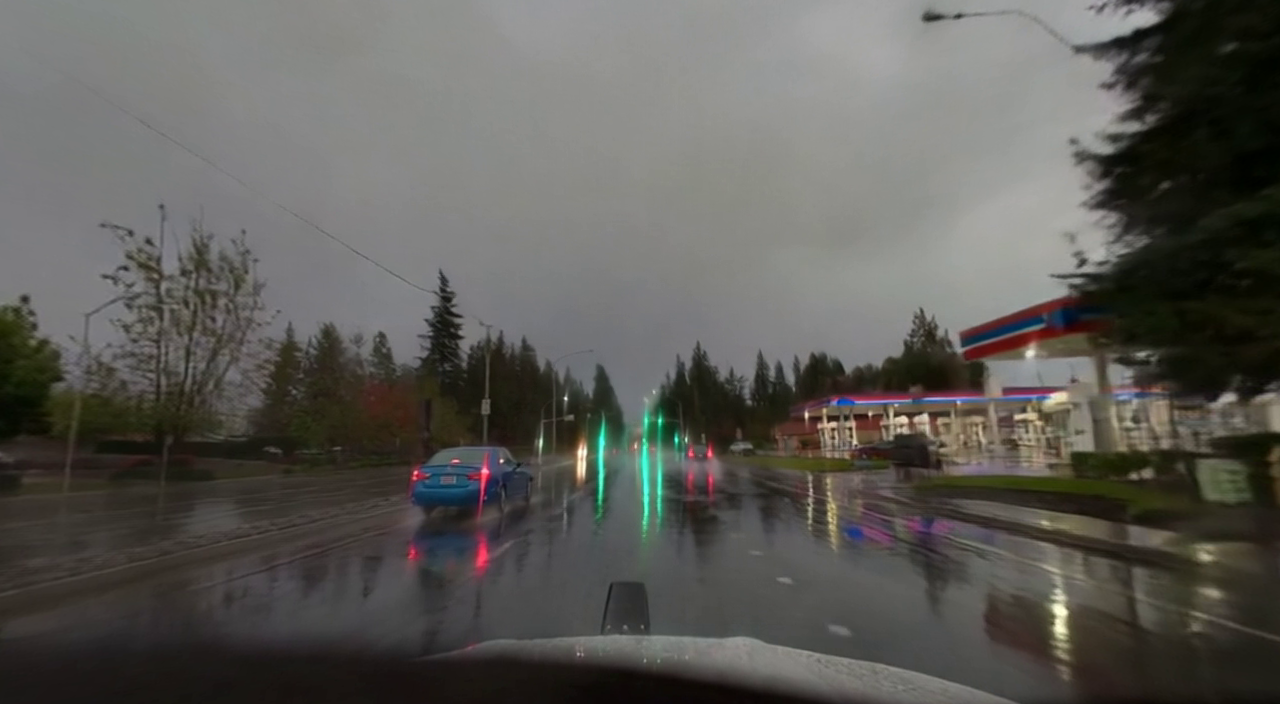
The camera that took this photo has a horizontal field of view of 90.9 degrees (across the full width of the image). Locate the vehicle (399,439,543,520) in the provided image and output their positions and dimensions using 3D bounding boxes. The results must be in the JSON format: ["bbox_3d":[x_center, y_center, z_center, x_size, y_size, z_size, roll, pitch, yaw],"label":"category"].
[{"bbox_3d":[-3.437,2.662,13.778,1.803,1.463,4.422,0,-8,2],"label":"vehicle"}]

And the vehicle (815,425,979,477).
[{"bbox_3d":[10.815,4.234,26.972,5.931,1.872,2.264,-3,-8,3],"label":"vehicle"}]

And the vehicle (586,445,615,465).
[{"bbox_3d":[-2.898,7.721,47.395,1.841,1.474,4.038,0,-8,1],"label":"vehicle"}]

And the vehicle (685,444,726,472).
[{"bbox_3d":[3.623,5.935,35.544,1.883,1.465,3.975,0,-8,0],"label":"vehicle"}]
